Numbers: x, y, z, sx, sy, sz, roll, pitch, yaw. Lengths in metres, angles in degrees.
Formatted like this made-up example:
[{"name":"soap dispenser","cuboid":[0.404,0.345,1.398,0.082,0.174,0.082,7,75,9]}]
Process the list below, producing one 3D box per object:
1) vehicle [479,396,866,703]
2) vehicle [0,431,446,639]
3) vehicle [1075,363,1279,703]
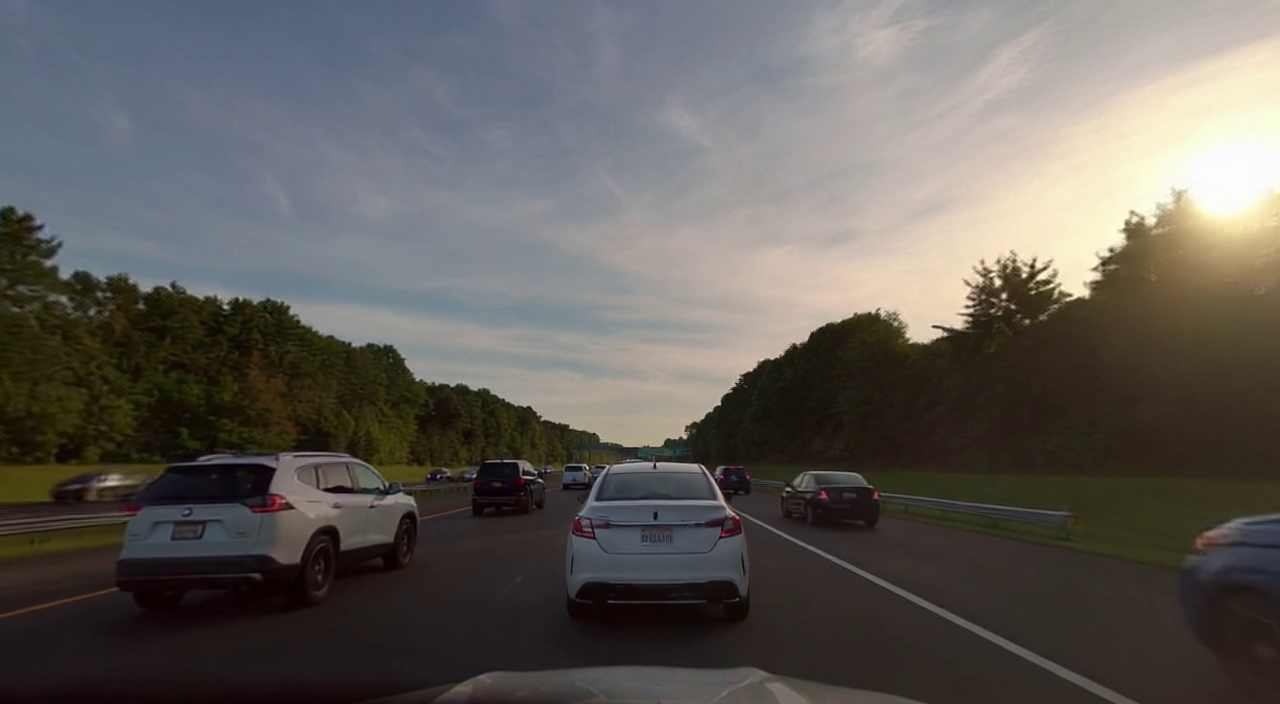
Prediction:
[{"name":"vehicle","cuboid":[0.141,1.493,5.507,2.057,1.725,4.126,1,-11,-1]},{"name":"vehicle","cuboid":[-3.904,1.807,7.055,1.994,1.556,4.263,0,-11,1]},{"name":"vehicle","cuboid":[4.394,0.895,2.659,1.984,1.876,4.287,1,-11,0]}]
